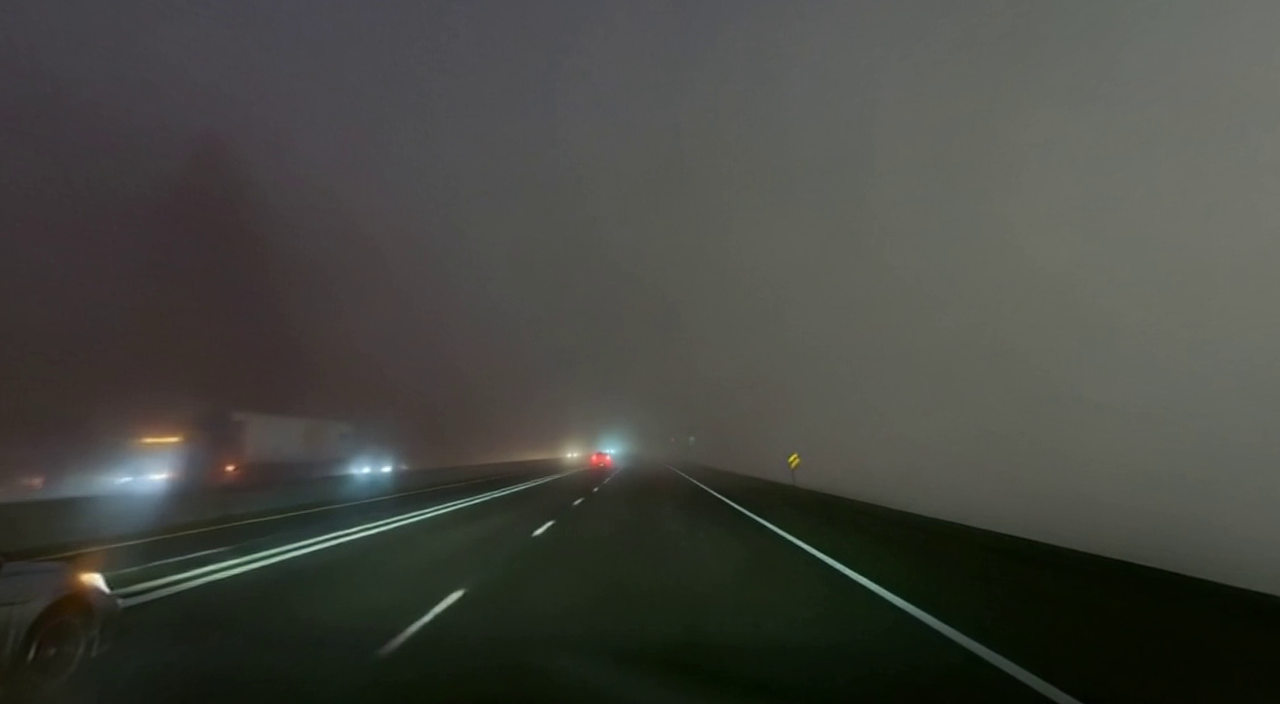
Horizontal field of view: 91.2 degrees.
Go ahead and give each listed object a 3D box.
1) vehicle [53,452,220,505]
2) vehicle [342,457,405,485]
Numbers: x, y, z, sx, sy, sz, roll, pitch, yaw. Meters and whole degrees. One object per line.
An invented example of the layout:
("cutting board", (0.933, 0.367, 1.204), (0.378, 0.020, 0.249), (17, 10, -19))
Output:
("vehicle", (-19.383, 4.837, 24.557), (2.088, 1.792, 5.243), (0, -9, 1))
("vehicle", (-15.409, 6.919, 36.518), (1.879, 1.459, 3.901), (0, -9, 1))
